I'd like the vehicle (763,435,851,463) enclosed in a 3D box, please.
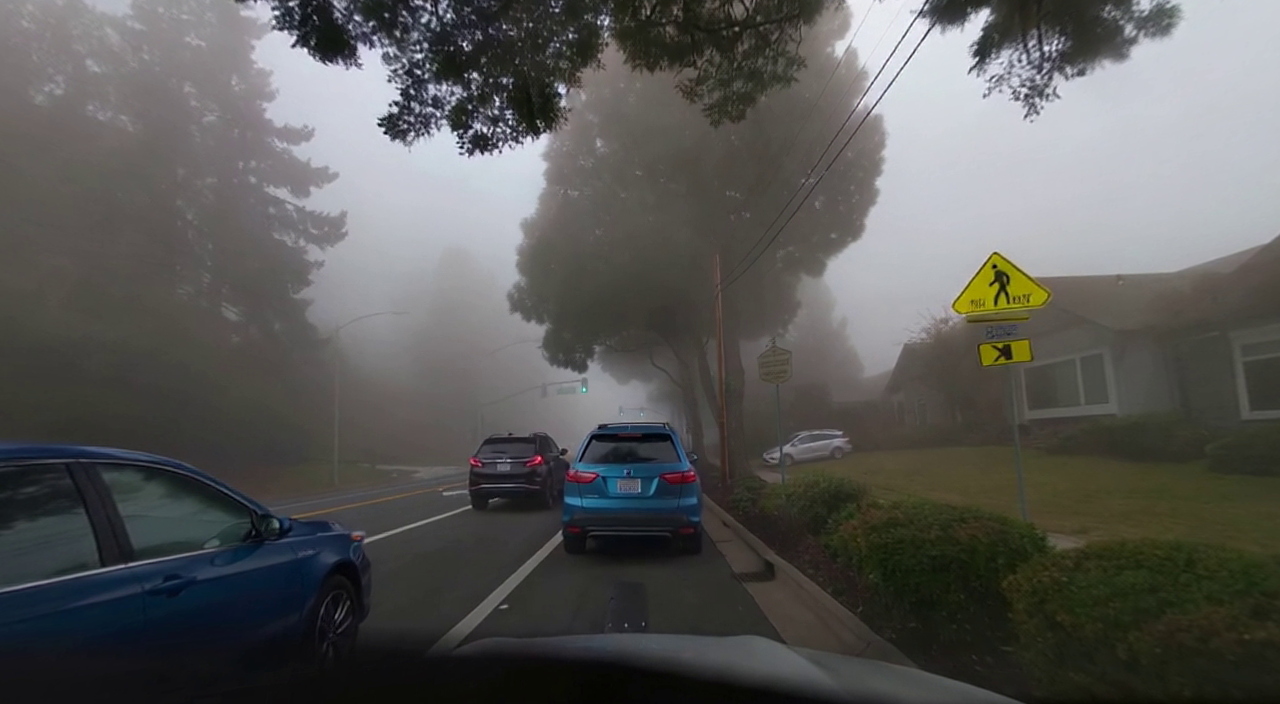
[{"bbox_3d":[9.367,5.467,35.637,4.456,1.504,1.914,-1,-9,5],"label":"vehicle"}]

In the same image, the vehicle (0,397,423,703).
[{"bbox_3d":[-2.874,1.040,2.948,1.968,1.472,4.685,0,-9,1],"label":"vehicle"}]

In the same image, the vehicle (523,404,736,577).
[{"bbox_3d":[-0.104,1.683,8.333,2.120,1.718,3.909,0,-9,0],"label":"vehicle"}]

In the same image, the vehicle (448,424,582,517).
[{"bbox_3d":[-2.558,2.567,14.066,2.000,1.737,4.133,0,-9,2],"label":"vehicle"}]
